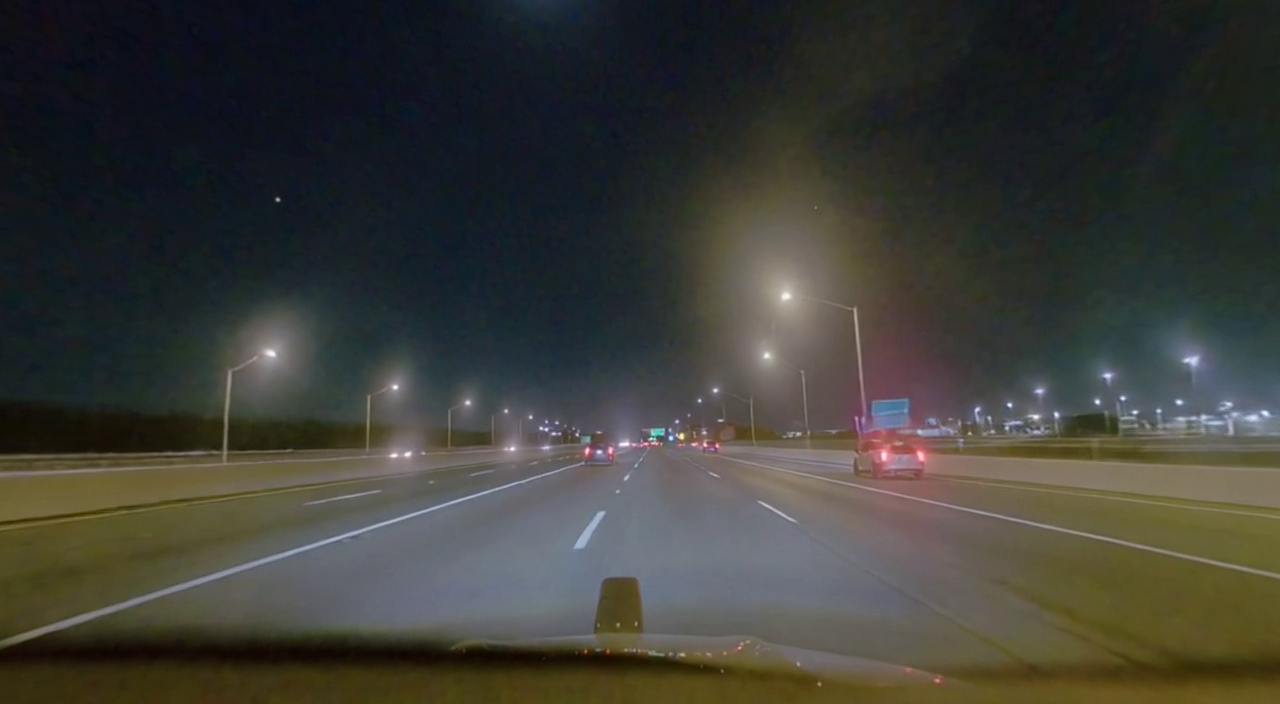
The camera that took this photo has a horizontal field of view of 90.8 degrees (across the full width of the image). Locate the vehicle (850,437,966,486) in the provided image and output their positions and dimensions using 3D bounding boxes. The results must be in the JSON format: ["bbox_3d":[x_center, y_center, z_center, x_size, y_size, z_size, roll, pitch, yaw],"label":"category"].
[{"bbox_3d":[8.647,3.557,20.896,1.900,1.432,4.519,0,-8,1],"label":"vehicle"}]

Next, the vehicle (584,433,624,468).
[{"bbox_3d":[-1.952,5.566,35.746,1.893,1.827,4.513,0,-8,1],"label":"vehicle"}]
